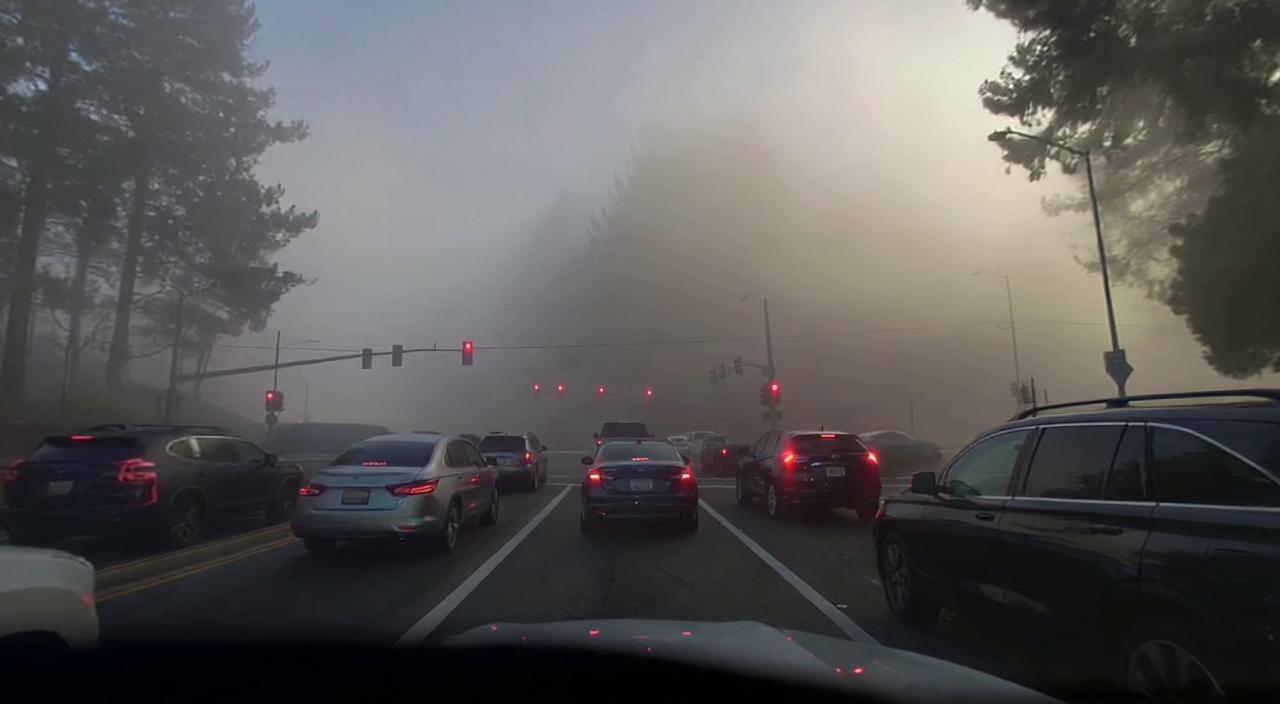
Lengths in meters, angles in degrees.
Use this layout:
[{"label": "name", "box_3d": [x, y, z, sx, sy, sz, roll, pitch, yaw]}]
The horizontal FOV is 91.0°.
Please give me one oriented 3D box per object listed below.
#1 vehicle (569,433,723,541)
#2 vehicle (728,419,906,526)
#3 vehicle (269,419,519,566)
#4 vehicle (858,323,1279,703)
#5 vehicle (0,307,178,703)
[{"label": "vehicle", "box_3d": [0.010, 2.101, 10.422, 2.076, 1.438, 3.770, 0, -8, -2]}, {"label": "vehicle", "box_3d": [3.081, 2.199, 12.008, 2.106, 1.667, 4.101, 0, -8, -1]}, {"label": "vehicle", "box_3d": [-3.055, 1.824, 8.978, 1.896, 1.546, 4.378, 0, -8, -2]}, {"label": "vehicle", "box_3d": [3.156, 0.992, 3.731, 2.074, 1.685, 4.387, 0, -8, -1]}, {"label": "vehicle", "box_3d": [-3.199, 0.498, 0.600, 2.079, 1.756, 4.676, 0, -8, -2]}]
